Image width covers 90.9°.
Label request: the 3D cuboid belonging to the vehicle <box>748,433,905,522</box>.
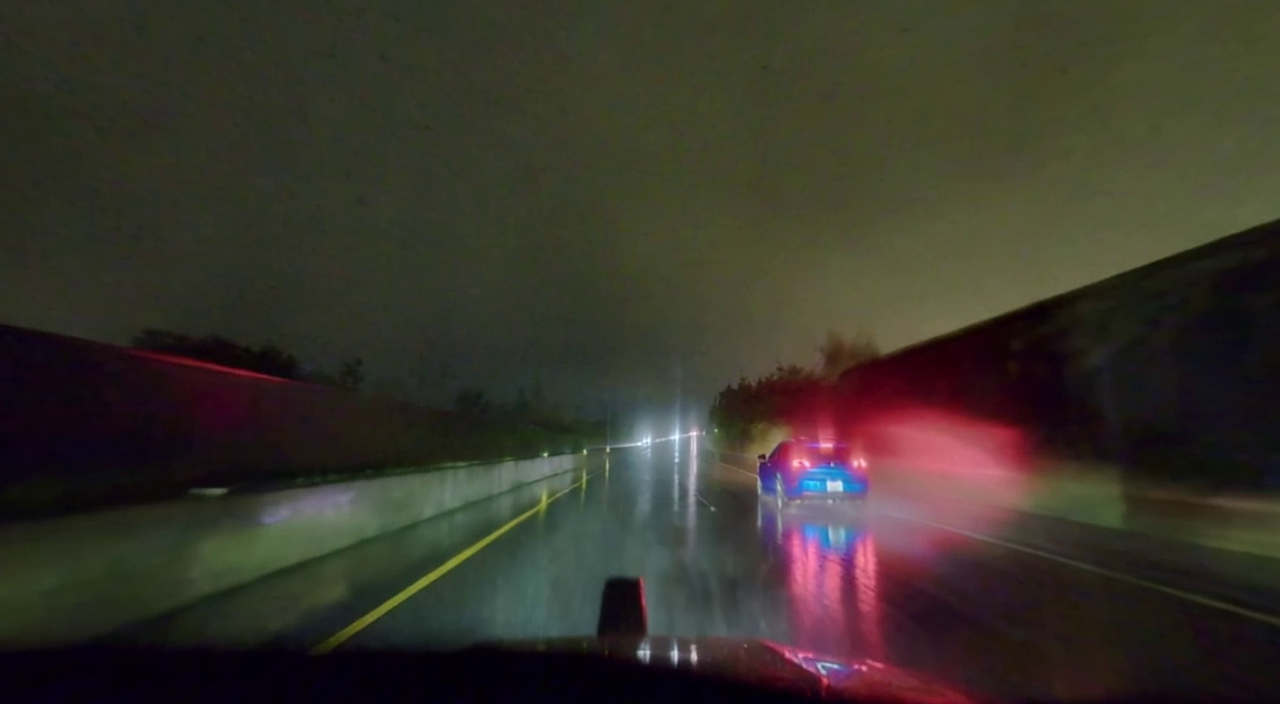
[{"bbox_3d":[3.590,2.482,13.012,1.997,1.515,4.025,0,-8,0],"label":"vehicle"}]
